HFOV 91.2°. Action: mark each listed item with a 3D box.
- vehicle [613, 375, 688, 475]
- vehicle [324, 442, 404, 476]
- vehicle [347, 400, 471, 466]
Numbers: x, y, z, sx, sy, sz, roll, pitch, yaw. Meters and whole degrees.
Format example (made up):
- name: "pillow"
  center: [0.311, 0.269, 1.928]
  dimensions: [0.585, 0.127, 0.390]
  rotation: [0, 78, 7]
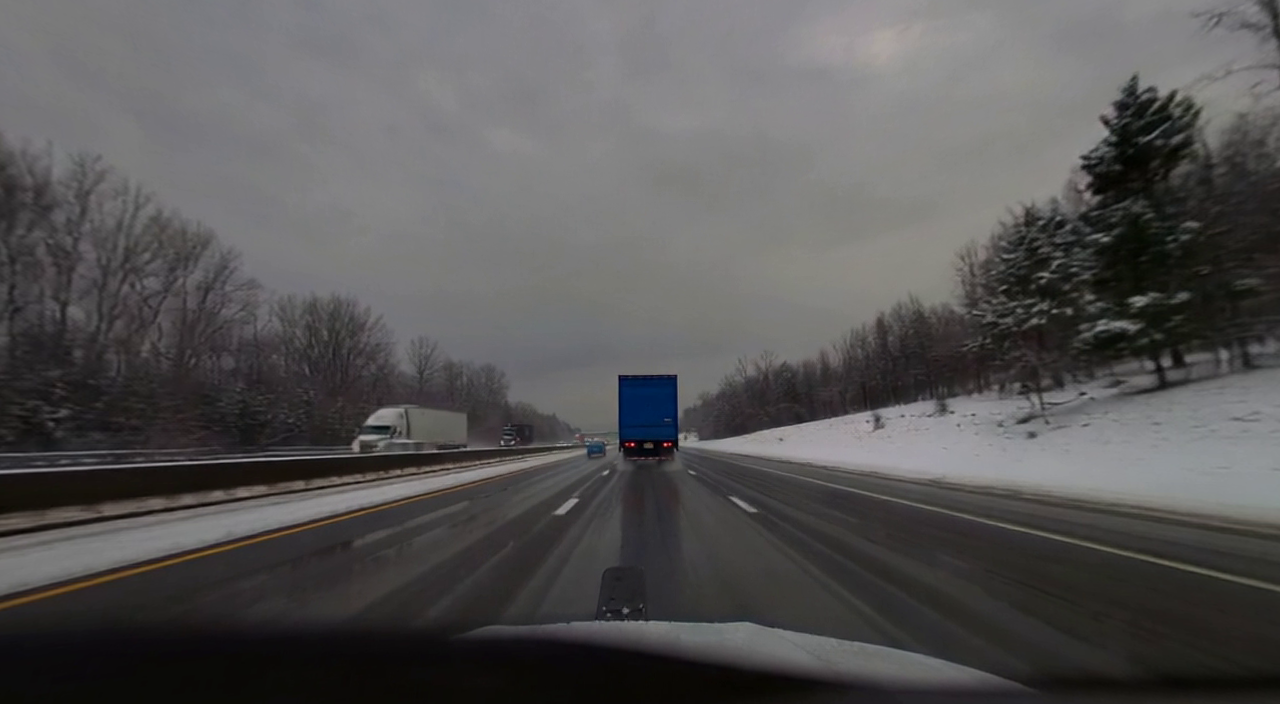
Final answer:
- name: "vehicle"
  center: [0.449, 3.731, 30.802]
  dimensions: [3.010, 4.039, 10.481]
  rotation: [0, -8, 0]
- name: "vehicle"
  center: [-13.010, 5.069, 29.913]
  dimensions: [1.843, 1.474, 4.277]
  rotation: [0, -8, 0]
- name: "vehicle"
  center: [-16.402, 6.149, 46.865]
  dimensions: [2.959, 4.021, 16.514]
  rotation: [0, -8, 0]
